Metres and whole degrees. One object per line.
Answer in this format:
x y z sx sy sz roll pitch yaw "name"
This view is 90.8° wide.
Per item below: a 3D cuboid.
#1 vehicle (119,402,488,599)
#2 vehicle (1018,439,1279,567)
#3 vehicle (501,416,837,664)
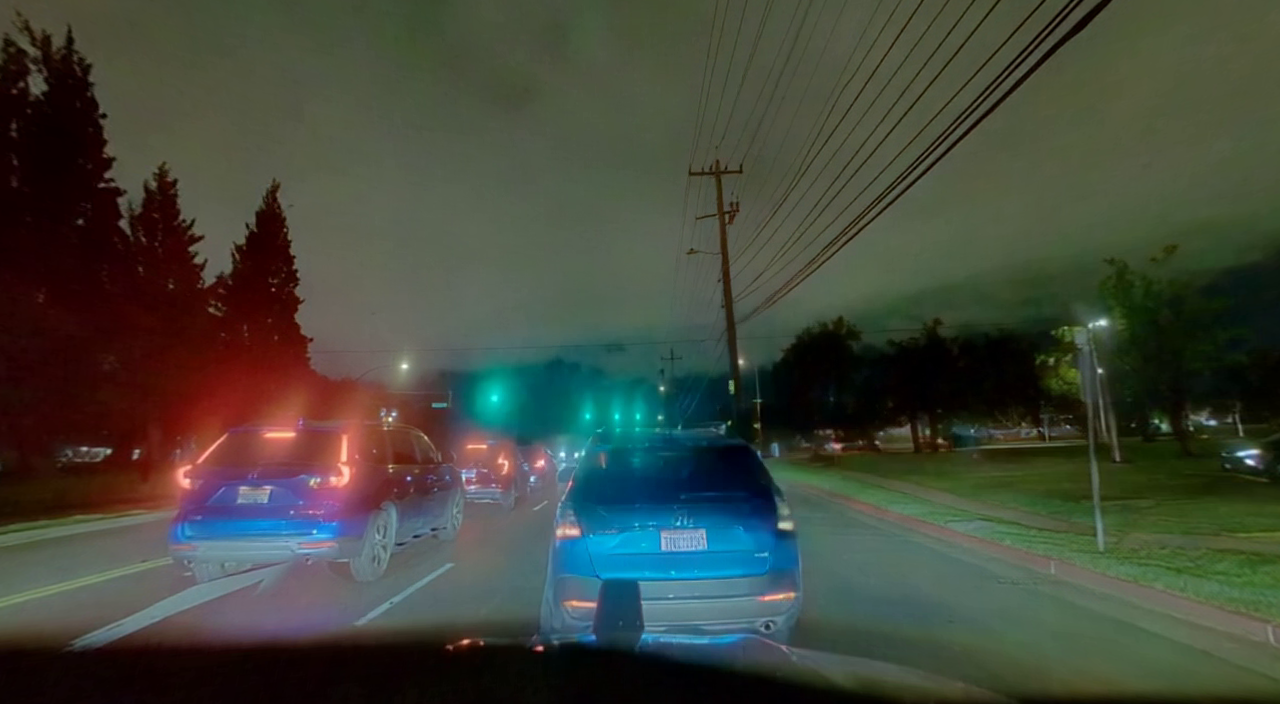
-3.473 1.623 7.763 2.105 1.706 4.337 0 -9 0 "vehicle"
8.382 2.160 9.931 1.993 1.508 4.521 0 -9 -1 "vehicle"
0.112 1.449 5.946 2.056 1.487 4.003 0 -9 -2 "vehicle"
